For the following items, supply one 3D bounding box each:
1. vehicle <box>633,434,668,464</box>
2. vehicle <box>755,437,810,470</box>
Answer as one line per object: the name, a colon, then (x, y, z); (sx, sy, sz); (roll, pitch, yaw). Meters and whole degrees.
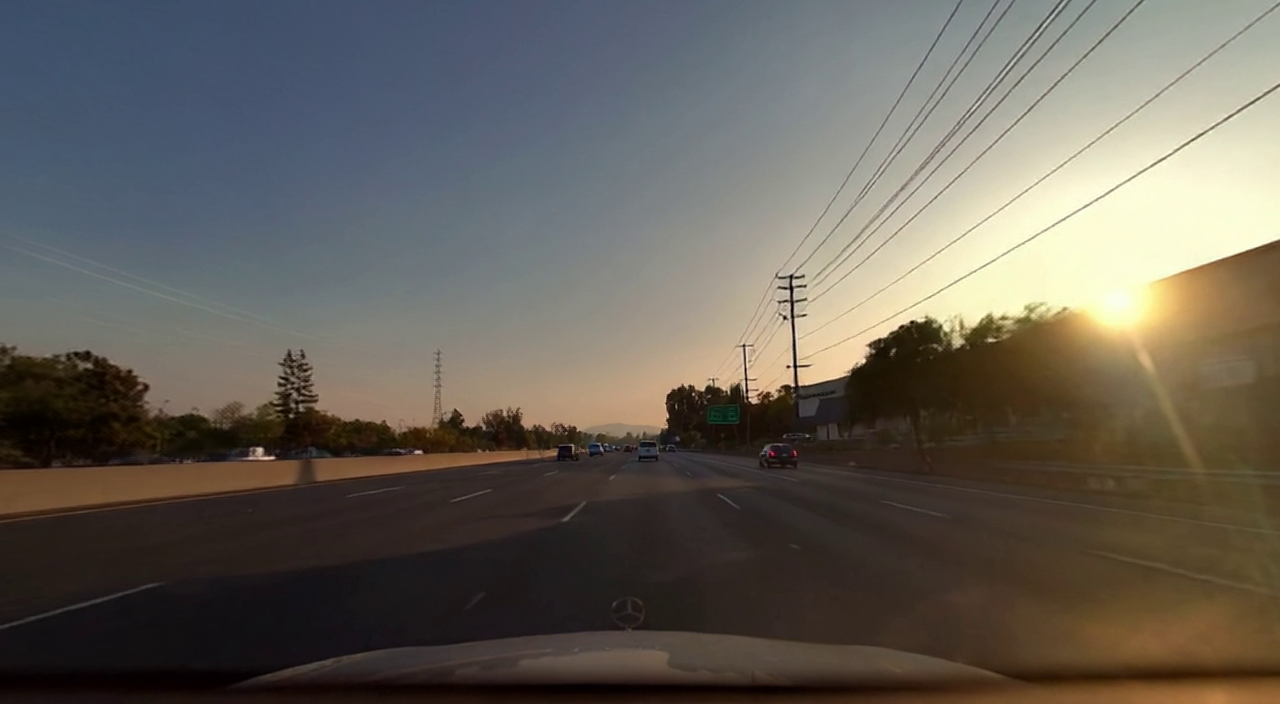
vehicle: (0.793, 7.624, 49.733); (2.622, 2.208, 5.320); (0, -8, 0)
vehicle: (7.675, 5.520, 34.424); (1.937, 1.698, 4.322); (0, -8, -1)
